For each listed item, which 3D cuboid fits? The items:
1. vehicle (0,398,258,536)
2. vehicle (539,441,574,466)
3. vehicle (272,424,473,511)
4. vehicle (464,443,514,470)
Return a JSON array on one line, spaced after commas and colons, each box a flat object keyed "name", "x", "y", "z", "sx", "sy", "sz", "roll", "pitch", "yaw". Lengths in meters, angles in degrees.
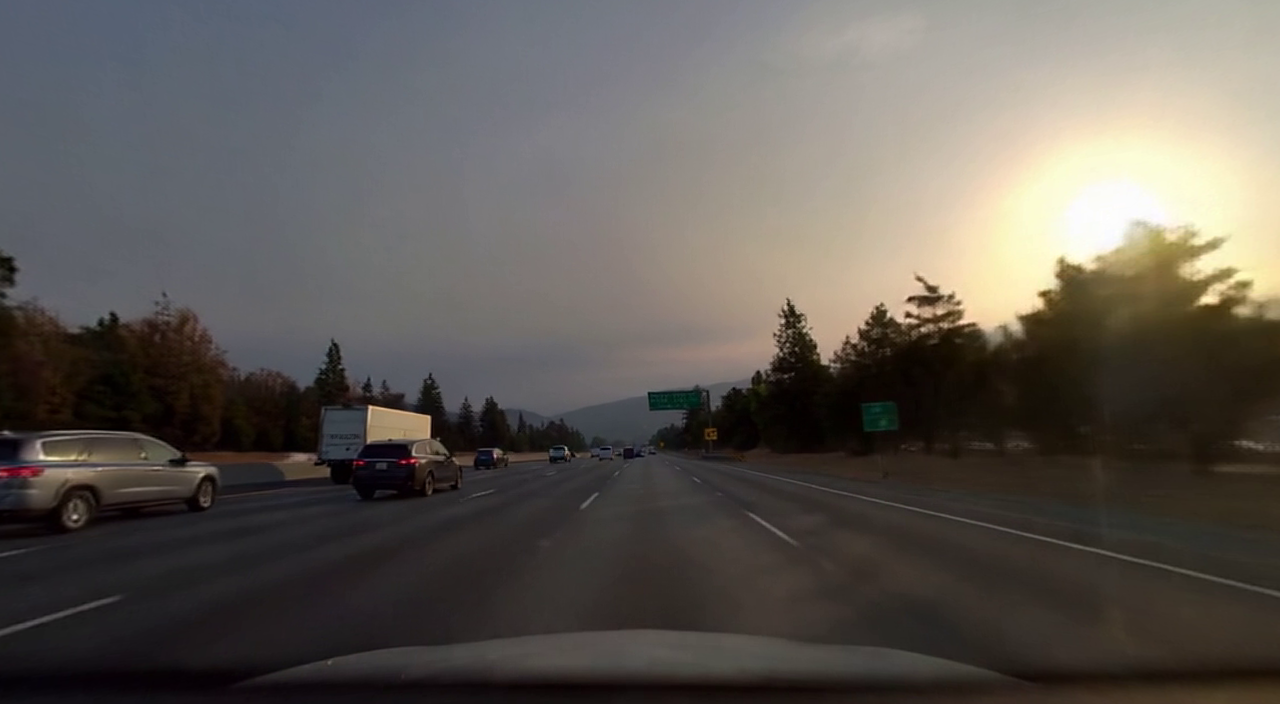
[{"name": "vehicle", "x": -10.332, "y": 2.047, "z": 11.772, "sx": 2.576, "sy": 1.922, "sz": 6.067, "roll": 0, "pitch": -8, "yaw": 0}, {"name": "vehicle", "x": -6.156, "y": 7.528, "z": 46.948, "sx": 2.009, "sy": 1.735, "sz": 4.358, "roll": 0, "pitch": -8, "yaw": 0}, {"name": "vehicle", "x": -6.381, "y": 2.856, "z": 16.264, "sx": 2.403, "sy": 1.773, "sz": 6.276, "roll": 0, "pitch": -8, "yaw": 1}, {"name": "vehicle", "x": -9.693, "y": 6.723, "z": 40.867, "sx": 2.060, "sy": 1.662, "sz": 4.469, "roll": 0, "pitch": -8, "yaw": 2}]
